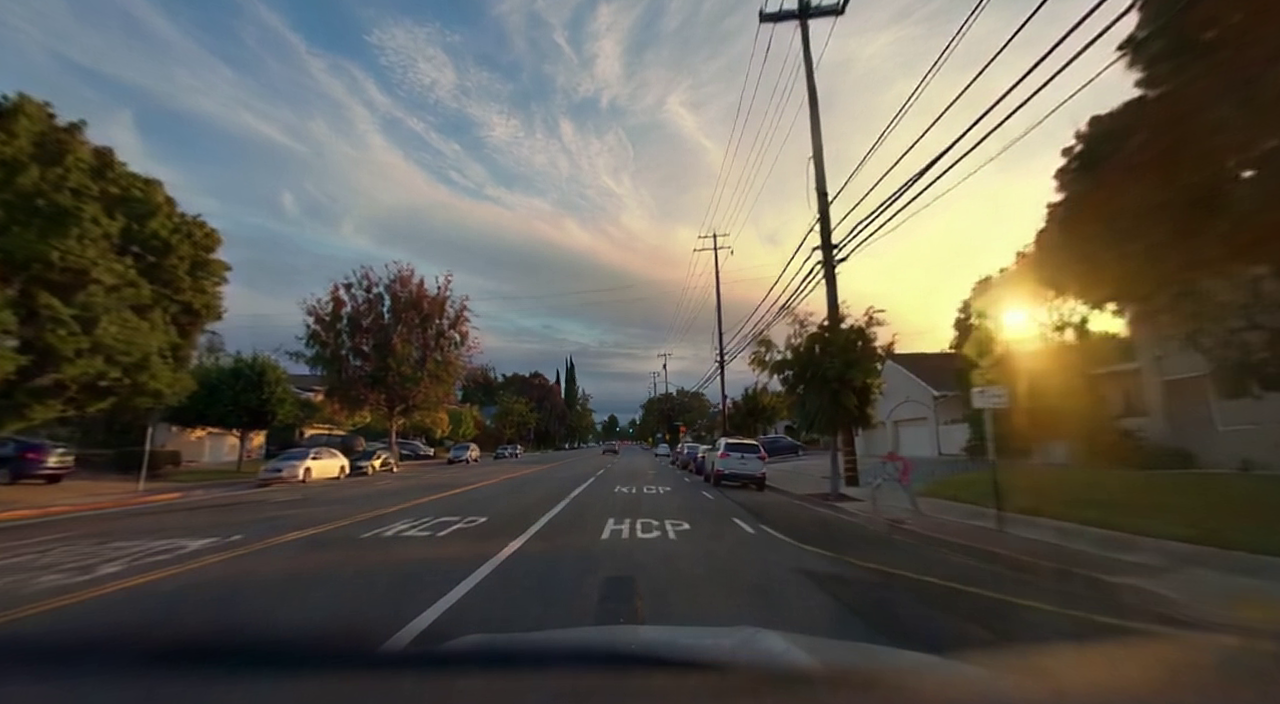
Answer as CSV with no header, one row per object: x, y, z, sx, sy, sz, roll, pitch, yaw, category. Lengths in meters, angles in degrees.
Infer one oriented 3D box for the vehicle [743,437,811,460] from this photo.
10.746,7.666,49.912,4.818,1.605,2.049,-1,-9,-2,vehicle

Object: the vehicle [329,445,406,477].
-14.011,5.598,32.815,1.887,1.490,4.656,1,-9,0,vehicle

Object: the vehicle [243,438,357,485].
-14.059,4.558,26.550,1.913,1.745,4.992,0,-9,1,vehicle

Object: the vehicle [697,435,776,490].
3.348,3.950,22.837,2.045,1.746,4.564,1,-9,-1,vehicle
